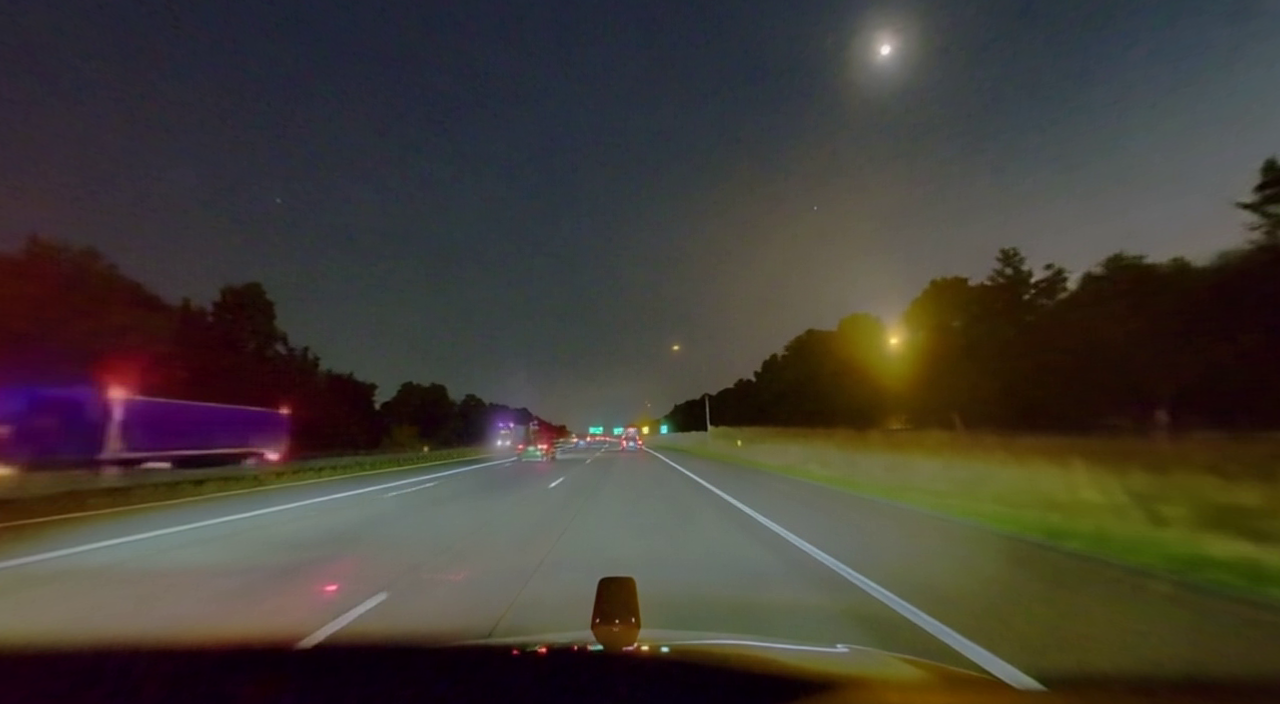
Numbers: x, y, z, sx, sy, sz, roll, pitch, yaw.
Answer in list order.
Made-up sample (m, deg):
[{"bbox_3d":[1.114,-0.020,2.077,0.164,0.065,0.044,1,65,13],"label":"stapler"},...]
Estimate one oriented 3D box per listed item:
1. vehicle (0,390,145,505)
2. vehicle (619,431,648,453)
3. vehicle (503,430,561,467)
[{"bbox_3d":[-17.386,2.557,17.005,2.615,2.860,6.648,0,-8,-1],"label":"vehicle"},{"bbox_3d":[-0.517,6.774,47.669,2.139,1.561,4.060,0,-8,-1],"label":"vehicle"},{"bbox_3d":[-4.712,4.255,28.039,1.959,1.514,3.668,0,-8,-1],"label":"vehicle"}]
